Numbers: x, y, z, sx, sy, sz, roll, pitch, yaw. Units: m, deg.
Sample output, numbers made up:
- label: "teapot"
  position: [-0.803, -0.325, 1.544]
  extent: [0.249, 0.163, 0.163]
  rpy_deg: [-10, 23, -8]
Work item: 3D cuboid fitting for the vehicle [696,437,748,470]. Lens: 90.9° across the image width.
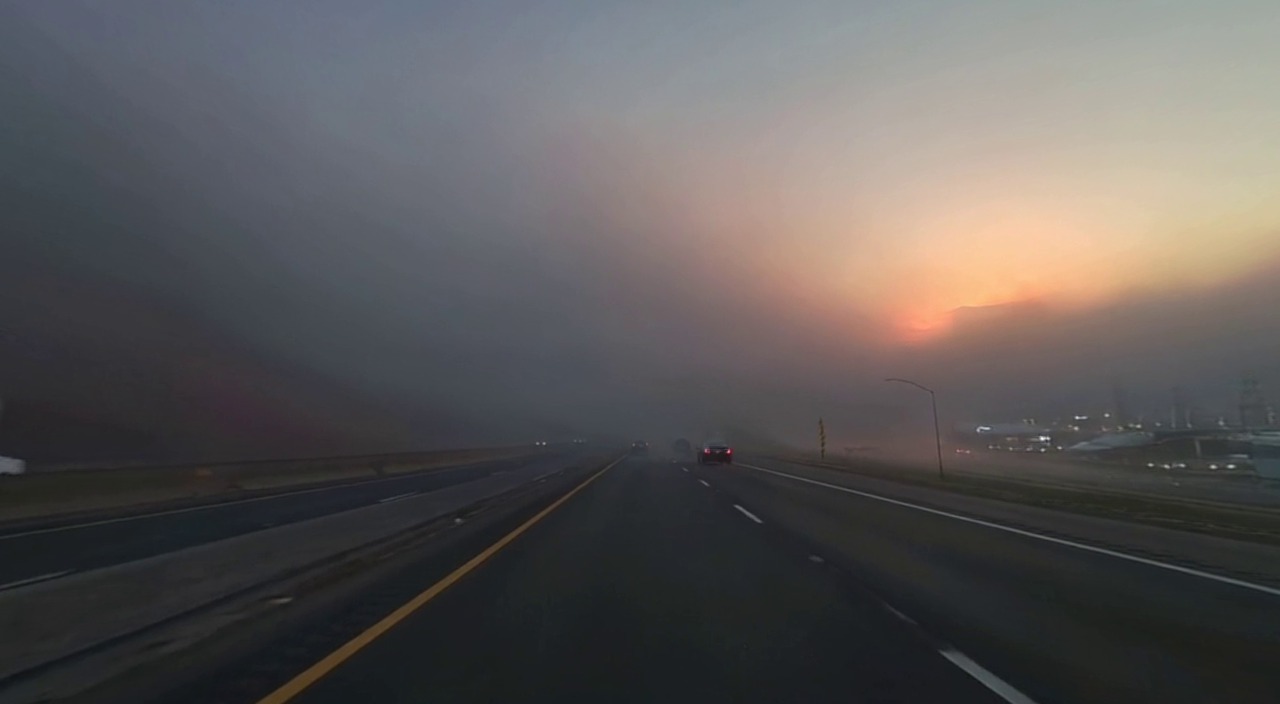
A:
- label: "vehicle"
  position: [4.066, 5.107, 31.851]
  extent: [2.062, 1.518, 4.026]
  rpy_deg: [0, -8, -1]
